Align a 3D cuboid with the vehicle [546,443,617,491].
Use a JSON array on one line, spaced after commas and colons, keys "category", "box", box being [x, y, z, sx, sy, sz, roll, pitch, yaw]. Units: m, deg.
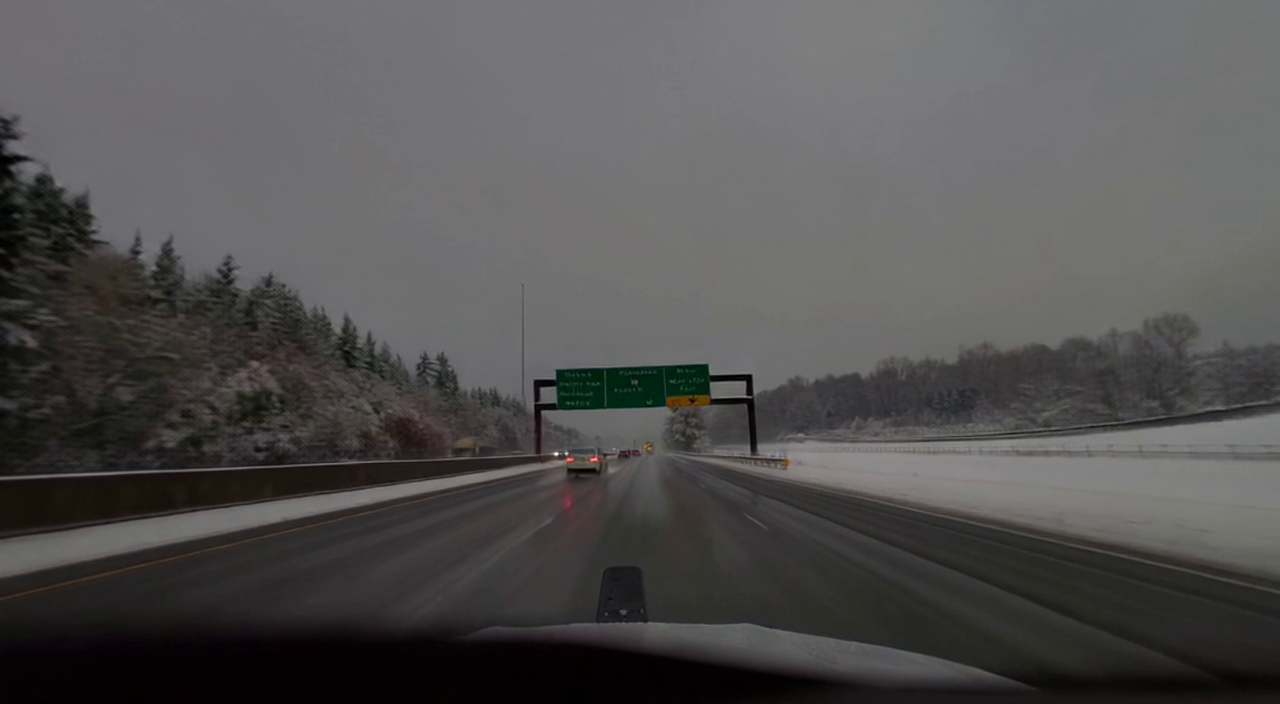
[{"category": "vehicle", "box": [-1.985, 4.085, 22.623, 1.936, 1.545, 4.116, -1, -9, 3]}]
